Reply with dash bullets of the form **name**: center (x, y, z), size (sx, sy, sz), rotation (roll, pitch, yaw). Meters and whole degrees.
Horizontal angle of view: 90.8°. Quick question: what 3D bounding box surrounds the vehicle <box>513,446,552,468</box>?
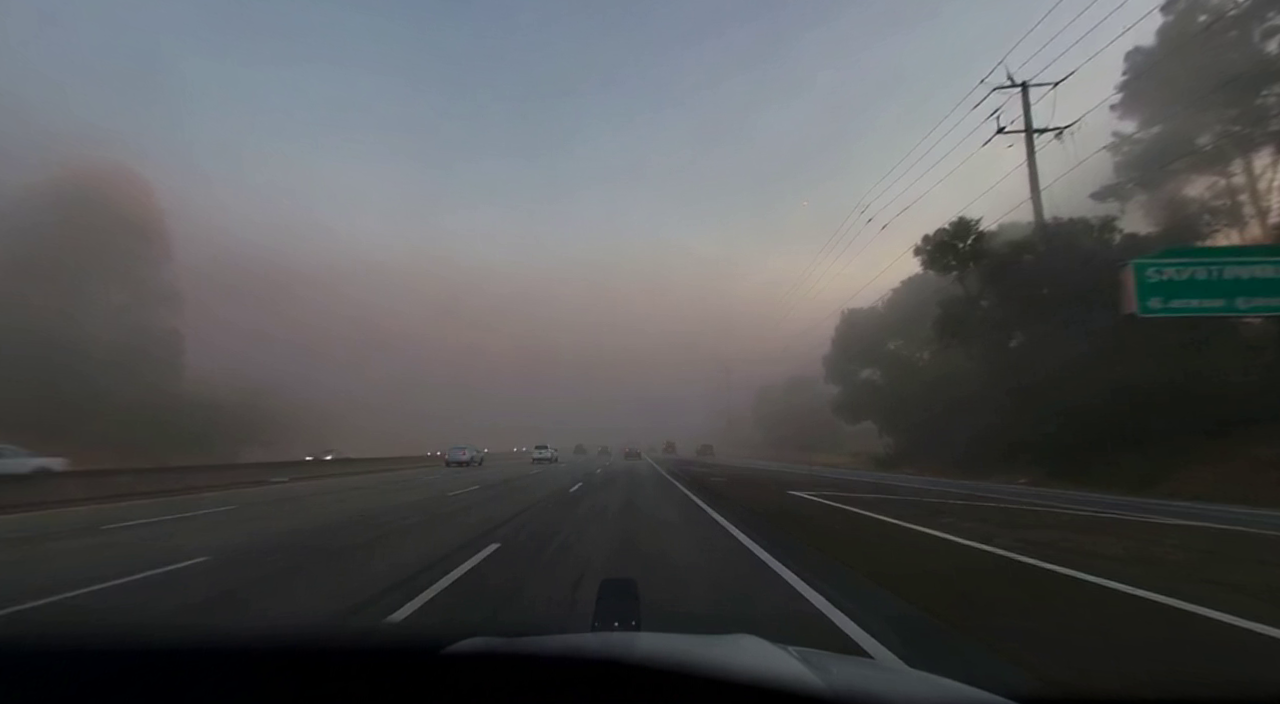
- **vehicle**: center (-7.439, 7.285, 44.175), size (1.954, 1.432, 4.183), rotation (0, -9, 0)

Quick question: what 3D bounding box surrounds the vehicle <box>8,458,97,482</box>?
- **vehicle**: center (-38.337, 7.676, 41.356), size (1.740, 1.416, 4.270), rotation (0, -8, -1)

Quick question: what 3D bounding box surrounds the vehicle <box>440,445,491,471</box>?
- **vehicle**: center (-10.630, 6.494, 38.812), size (1.887, 1.473, 4.352), rotation (0, -9, 0)

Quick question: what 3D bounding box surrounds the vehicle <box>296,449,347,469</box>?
- **vehicle**: center (-24.836, 8.326, 49.355), size (1.872, 1.429, 4.032), rotation (0, -9, 0)
